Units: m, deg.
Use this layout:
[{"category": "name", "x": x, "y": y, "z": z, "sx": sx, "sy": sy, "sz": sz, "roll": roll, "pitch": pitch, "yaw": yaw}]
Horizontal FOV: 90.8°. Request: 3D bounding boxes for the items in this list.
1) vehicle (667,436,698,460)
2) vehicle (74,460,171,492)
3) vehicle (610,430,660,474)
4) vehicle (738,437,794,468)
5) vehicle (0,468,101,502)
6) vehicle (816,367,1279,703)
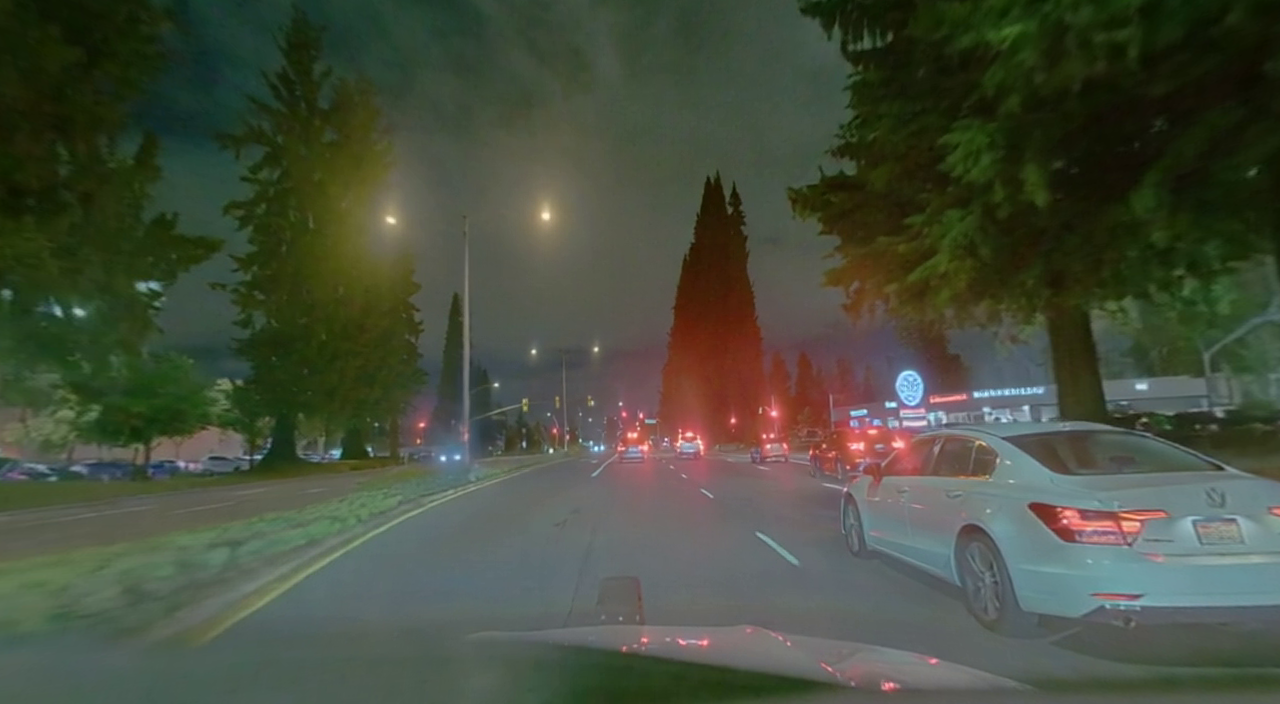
[{"category": "vehicle", "x": 3.172, "y": 7.335, "z": 48.266, "sx": 2.000, "sy": 1.745, "sz": 4.206, "roll": 0, "pitch": -8, "yaw": -1}, {"category": "vehicle", "x": -30.294, "y": 7.259, "z": 37.057, "sx": 4.058, "sy": 1.535, "sz": 1.826, "roll": -2, "pitch": -8, "yaw": -2}, {"category": "vehicle", "x": -0.222, "y": 4.538, "z": 28.789, "sx": 2.106, "sy": 1.798, "sz": 4.168, "roll": 0, "pitch": -8, "yaw": 0}, {"category": "vehicle", "x": 6.337, "y": 5.132, "z": 32.264, "sx": 1.883, "sy": 1.452, "sz": 4.258, "roll": 0, "pitch": -8, "yaw": -1}, {"category": "vehicle", "x": -29.979, "y": 6.564, "z": 31.246, "sx": 4.689, "sy": 1.535, "sz": 2.042, "roll": 0, "pitch": -8, "yaw": -1}, {"category": "vehicle", "x": 3.238, "y": 1.226, "z": 5.369, "sx": 2.153, "sy": 1.658, "sz": 4.485, "roll": 0, "pitch": -8, "yaw": 0}]
